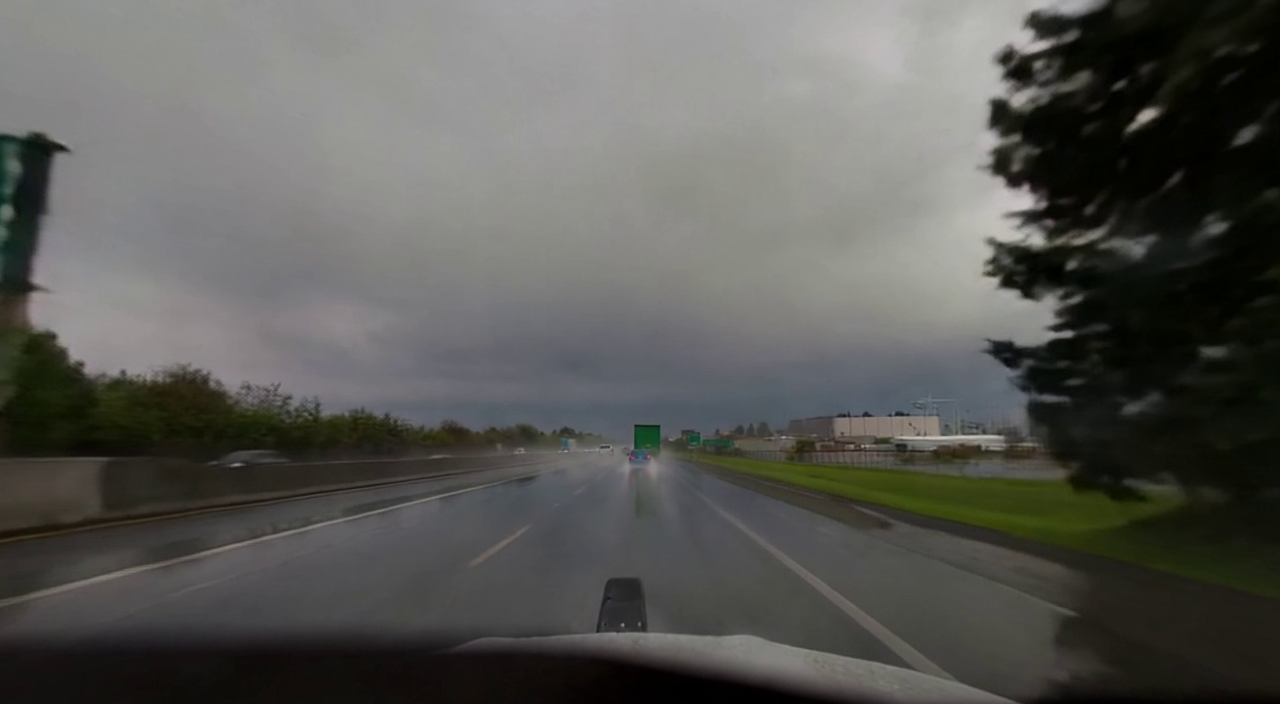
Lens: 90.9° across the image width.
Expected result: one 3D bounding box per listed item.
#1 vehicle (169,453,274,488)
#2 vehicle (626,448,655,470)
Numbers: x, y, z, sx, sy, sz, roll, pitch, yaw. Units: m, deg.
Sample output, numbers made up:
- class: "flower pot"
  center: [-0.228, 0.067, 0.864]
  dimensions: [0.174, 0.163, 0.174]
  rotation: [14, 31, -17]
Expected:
- class: "vehicle"
  center: [-19.939, 5.636, 30.289]
  dimensions: [1.859, 1.499, 4.524]
  rotation: [-1, -9, 2]
- class: "vehicle"
  center: [0.054, 8.110, 47.927]
  dimensions: [2.094, 1.559, 3.945]
  rotation: [-1, -9, 0]
